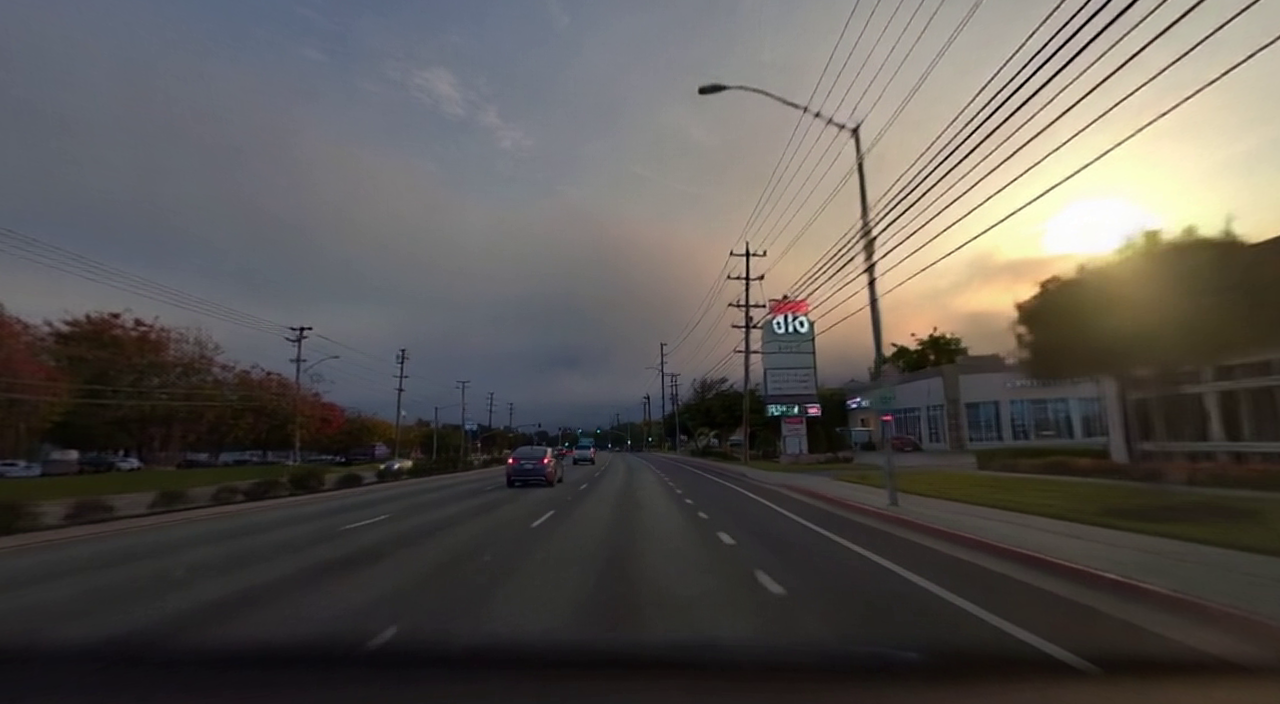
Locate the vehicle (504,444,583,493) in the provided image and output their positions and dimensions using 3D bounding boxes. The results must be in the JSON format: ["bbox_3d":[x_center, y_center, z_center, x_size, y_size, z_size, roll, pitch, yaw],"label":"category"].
[{"bbox_3d":[-3.129,3.876,21.389,1.942,1.469,4.426,0,-9,0],"label":"vehicle"}]
